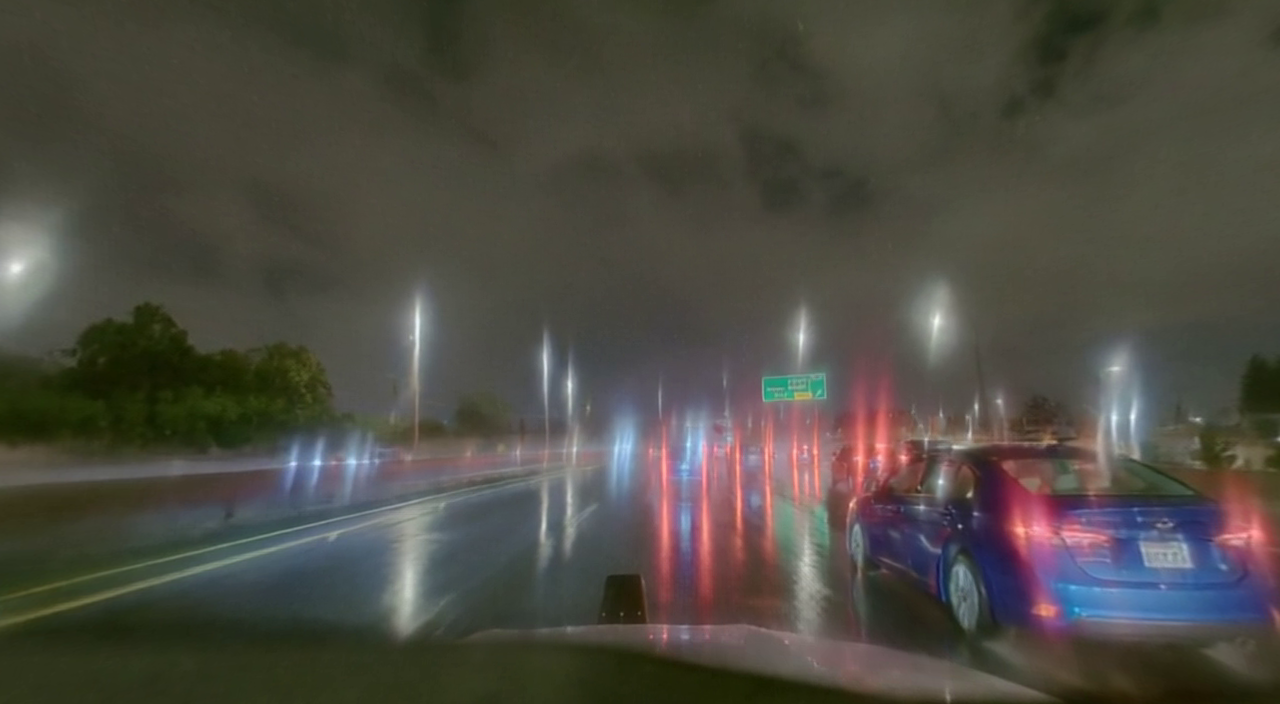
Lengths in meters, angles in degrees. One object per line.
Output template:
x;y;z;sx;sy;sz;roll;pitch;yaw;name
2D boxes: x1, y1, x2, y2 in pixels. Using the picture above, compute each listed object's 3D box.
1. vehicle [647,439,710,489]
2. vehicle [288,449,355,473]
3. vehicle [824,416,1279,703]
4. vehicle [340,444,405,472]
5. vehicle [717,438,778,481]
1.374;4.006;22.801;2.074;1.614;3.803;0;-9;3;vehicle
-20.972;7.201;41.669;1.859;1.484;4.345;-1;-9;6;vehicle
3.165;1.397;5.222;2.009;1.489;4.559;0;-9;2;vehicle
-17.419;6.926;41.237;1.956;1.688;4.466;-1;-9;6;vehicle
4.550;4.614;27.253;2.076;1.684;4.241;0;-9;3;vehicle
